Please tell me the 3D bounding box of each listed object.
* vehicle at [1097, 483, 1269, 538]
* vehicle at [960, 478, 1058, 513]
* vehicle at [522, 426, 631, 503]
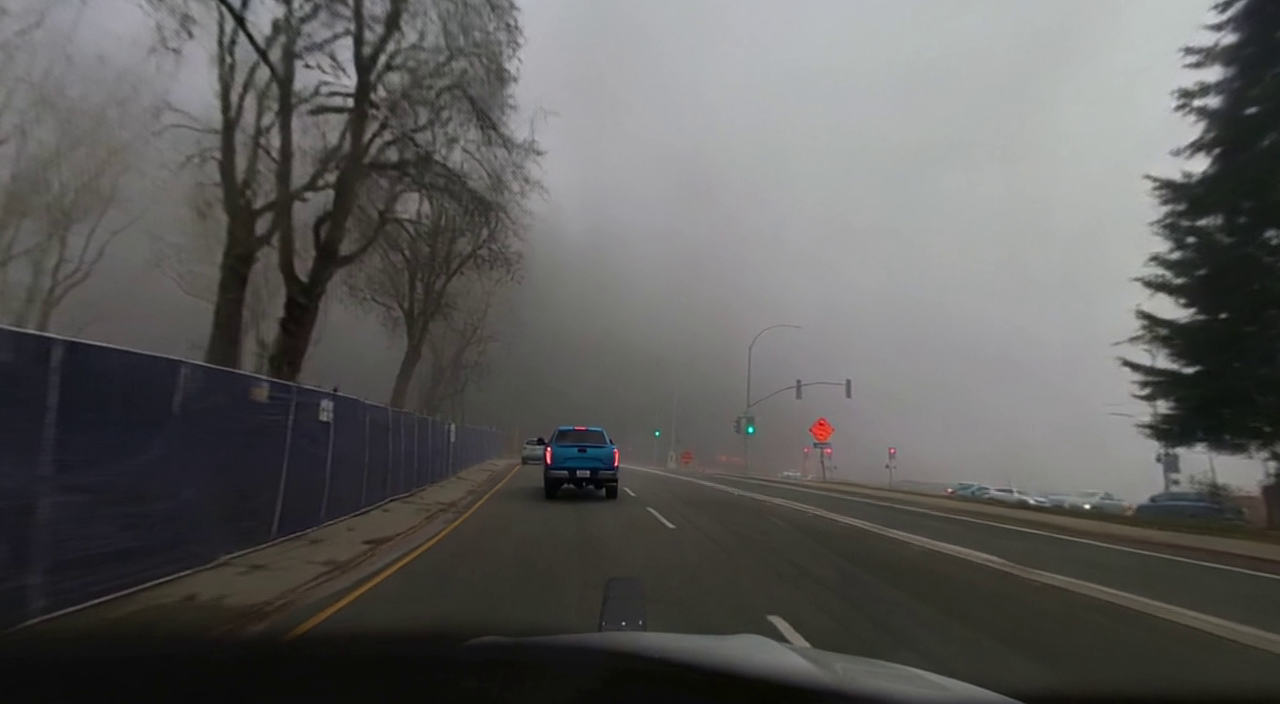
[{"bbox_3d":[19.554,5.710,23.054,1.884,1.622,4.485,3,-10,-9],"label":"vehicle"},{"bbox_3d":[18.460,7.170,31.804,1.808,1.467,4.360,3,-10,-10],"label":"vehicle"},{"bbox_3d":[-1.617,2.921,16.877,2.436,1.698,5.322,0,-8,-4],"label":"vehicle"}]
